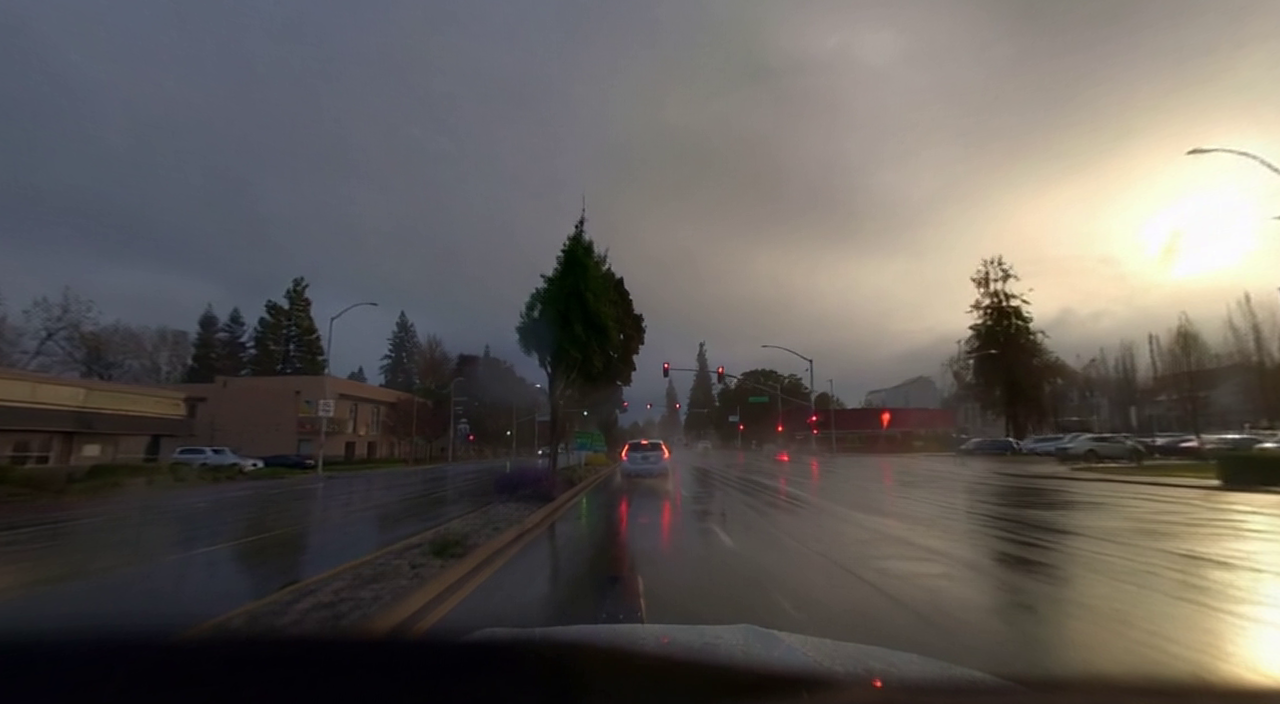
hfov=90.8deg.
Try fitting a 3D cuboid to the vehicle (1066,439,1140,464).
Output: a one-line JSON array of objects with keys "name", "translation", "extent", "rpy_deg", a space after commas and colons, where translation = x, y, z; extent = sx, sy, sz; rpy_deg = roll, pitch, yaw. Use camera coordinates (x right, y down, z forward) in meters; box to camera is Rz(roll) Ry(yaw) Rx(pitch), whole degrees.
[{"name": "vehicle", "translation": [32.123, 6.896, 43.991], "extent": [1.873, 1.588, 4.133], "rpy_deg": [-2, -8, -1]}]

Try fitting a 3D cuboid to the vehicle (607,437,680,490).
[{"name": "vehicle", "translation": [0.089, 3.476, 19.968], "extent": [2.064, 1.477, 3.968], "rpy_deg": [0, -9, 0]}]
